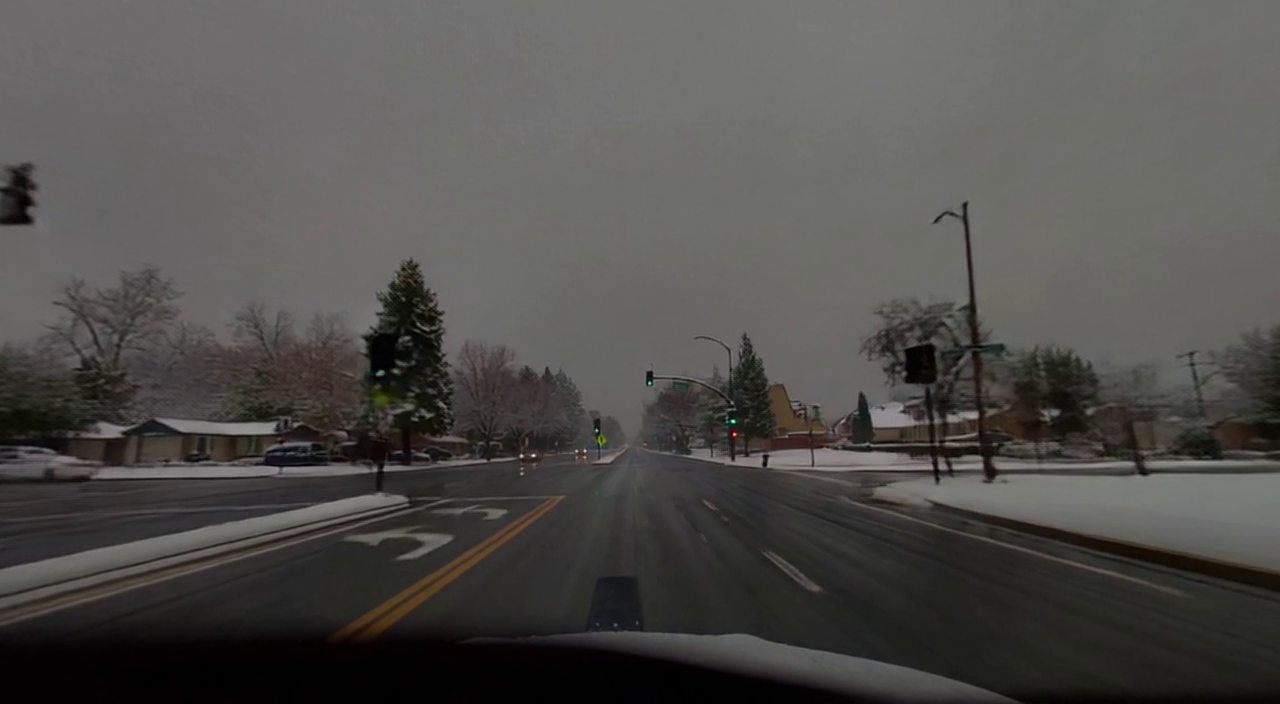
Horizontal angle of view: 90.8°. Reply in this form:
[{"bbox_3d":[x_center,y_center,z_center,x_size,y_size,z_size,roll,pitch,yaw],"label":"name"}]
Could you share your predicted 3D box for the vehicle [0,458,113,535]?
[{"bbox_3d":[-14.631,3.251,14.662,2.018,1.500,4.433,2,-9,-17],"label":"vehicle"}]
